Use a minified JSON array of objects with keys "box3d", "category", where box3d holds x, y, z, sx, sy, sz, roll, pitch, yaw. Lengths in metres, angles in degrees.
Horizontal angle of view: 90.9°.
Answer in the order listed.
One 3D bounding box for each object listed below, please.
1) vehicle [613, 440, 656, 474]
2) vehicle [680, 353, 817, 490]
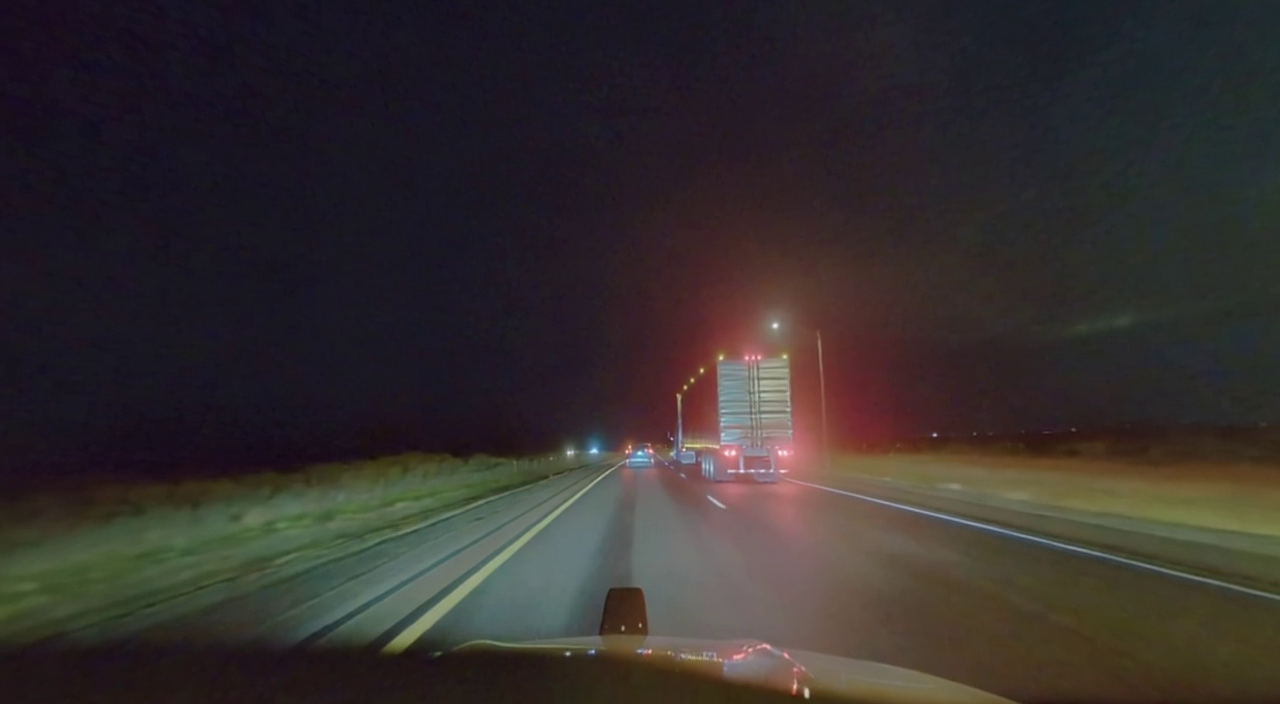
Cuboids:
[{"box3d":[-0.258,5.127,30.917,1.968,1.515,4.025,0,-8,0],"category":"vehicle"},{"box3d":[3.796,3.281,27.188,2.929,4.158,15.921,0,-8,0],"category":"vehicle"}]
